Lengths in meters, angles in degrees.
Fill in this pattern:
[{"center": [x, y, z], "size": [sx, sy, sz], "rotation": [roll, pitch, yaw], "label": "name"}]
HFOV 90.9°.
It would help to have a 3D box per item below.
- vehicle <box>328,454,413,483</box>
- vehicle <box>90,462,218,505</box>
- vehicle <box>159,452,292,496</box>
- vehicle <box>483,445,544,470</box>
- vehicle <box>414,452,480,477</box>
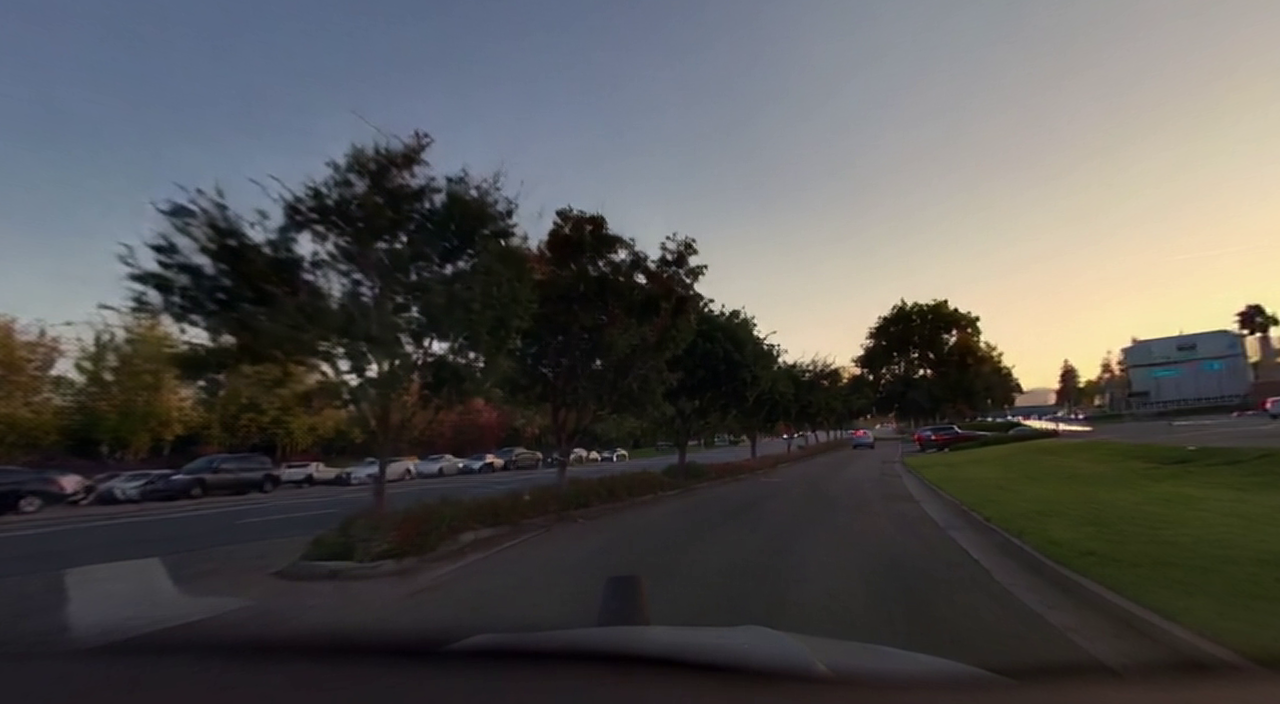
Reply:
[{"center": [-15.368, 6.651, 36.192], "size": [1.832, 1.473, 4.377], "rotation": [-4, -9, 23], "label": "vehicle"}, {"center": [-24.632, 6.624, 32.164], "size": [2.123, 1.897, 4.580], "rotation": [-4, -9, 21], "label": "vehicle"}, {"center": [-18.772, 5.509, 28.811], "size": [1.969, 1.758, 4.662], "rotation": [-4, -9, 22], "label": "vehicle"}, {"center": [-9.840, 8.339, 49.510], "size": [1.967, 1.683, 5.223], "rotation": [-10, -13, 22], "label": "vehicle"}, {"center": [-12.934, 7.527, 42.383], "size": [1.851, 1.450, 4.396], "rotation": [-10, -12, 21], "label": "vehicle"}]
